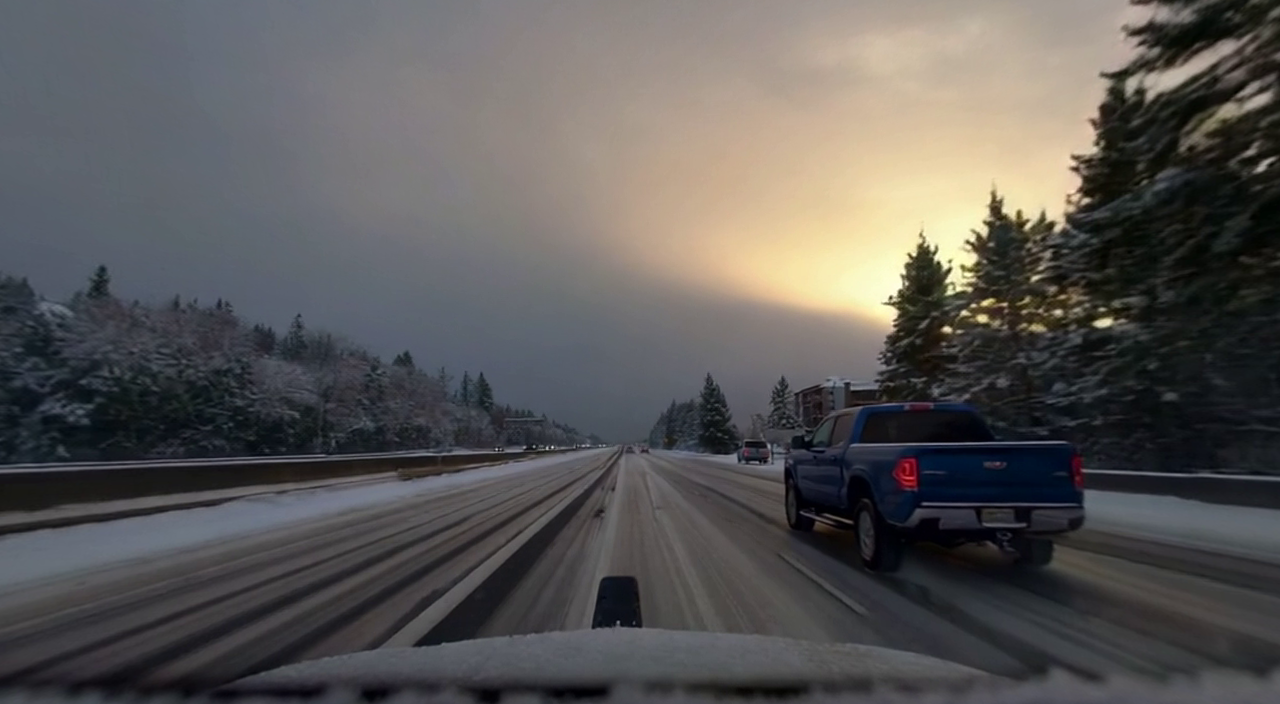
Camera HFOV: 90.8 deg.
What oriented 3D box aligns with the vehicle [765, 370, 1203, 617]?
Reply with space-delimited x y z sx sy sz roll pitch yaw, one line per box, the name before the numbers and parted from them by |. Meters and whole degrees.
vehicle | 3.256 1.484 7.538 2.462 1.984 4.718 0 -9 -1
